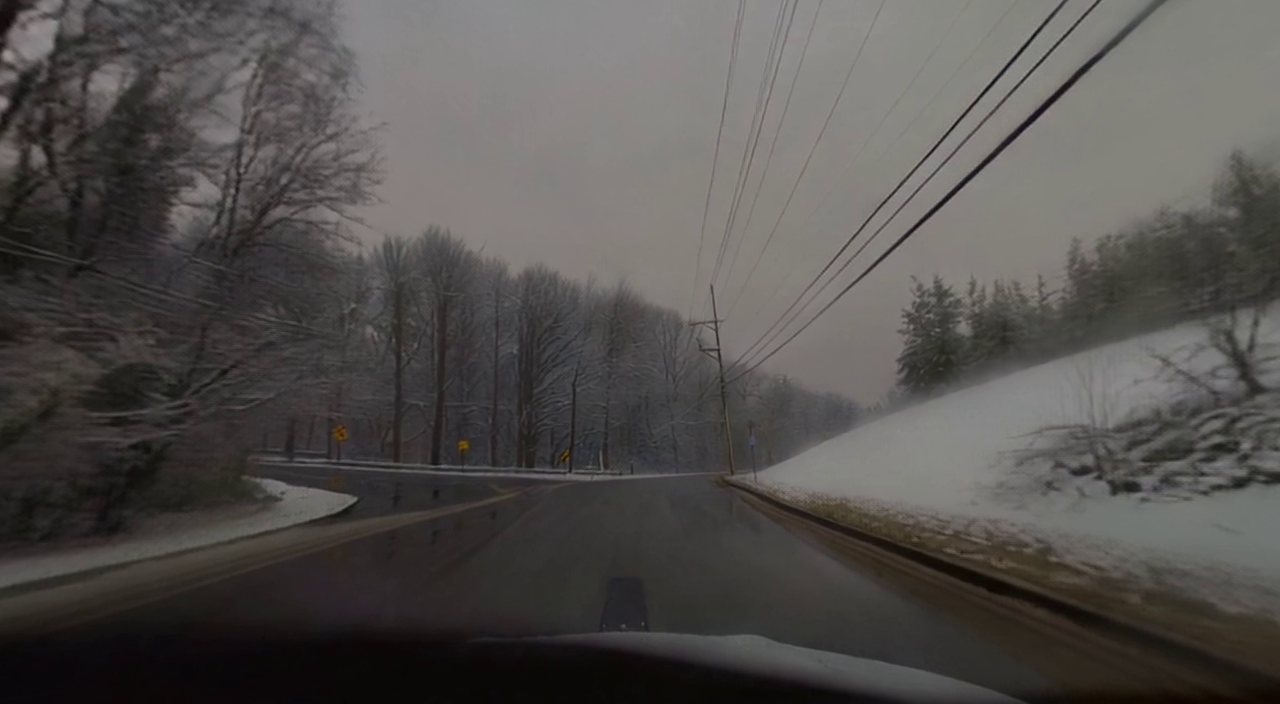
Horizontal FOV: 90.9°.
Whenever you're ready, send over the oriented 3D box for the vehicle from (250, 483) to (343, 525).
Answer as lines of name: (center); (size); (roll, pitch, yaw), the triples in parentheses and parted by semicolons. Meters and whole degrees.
vehicle: (-16.829, 7.383, 30.858); (4.043, 1.673, 1.970); (-5, -10, 28)
